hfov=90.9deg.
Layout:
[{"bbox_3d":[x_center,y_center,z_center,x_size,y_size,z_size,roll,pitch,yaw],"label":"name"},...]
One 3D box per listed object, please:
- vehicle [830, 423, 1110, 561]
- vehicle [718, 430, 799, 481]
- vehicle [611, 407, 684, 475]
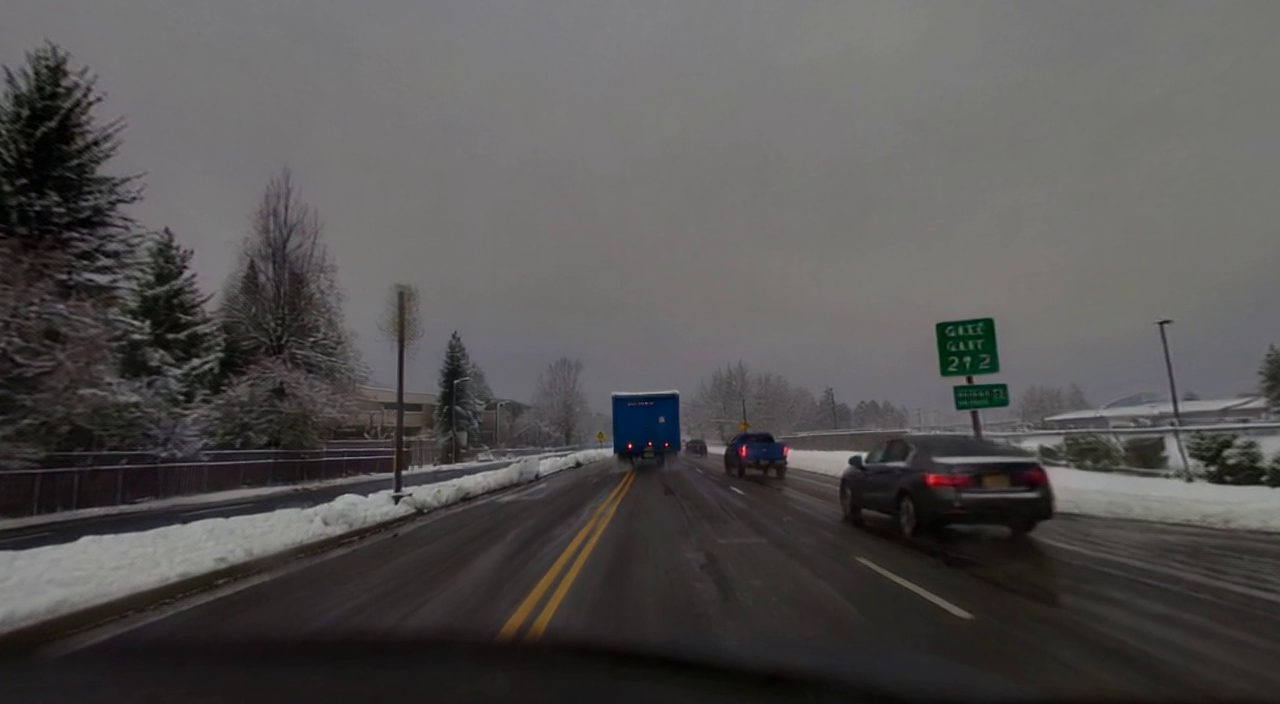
[{"bbox_3d":[4.579,1.976,9.672,2.001,1.621,4.208,0,-8,0],"label":"vehicle"},{"bbox_3d":[4.675,4.170,25.734,2.375,1.857,5.100,0,-8,0],"label":"vehicle"},{"bbox_3d":[0.437,4.467,31.515,3.197,2.963,7.055,0,-8,2],"label":"vehicle"}]
